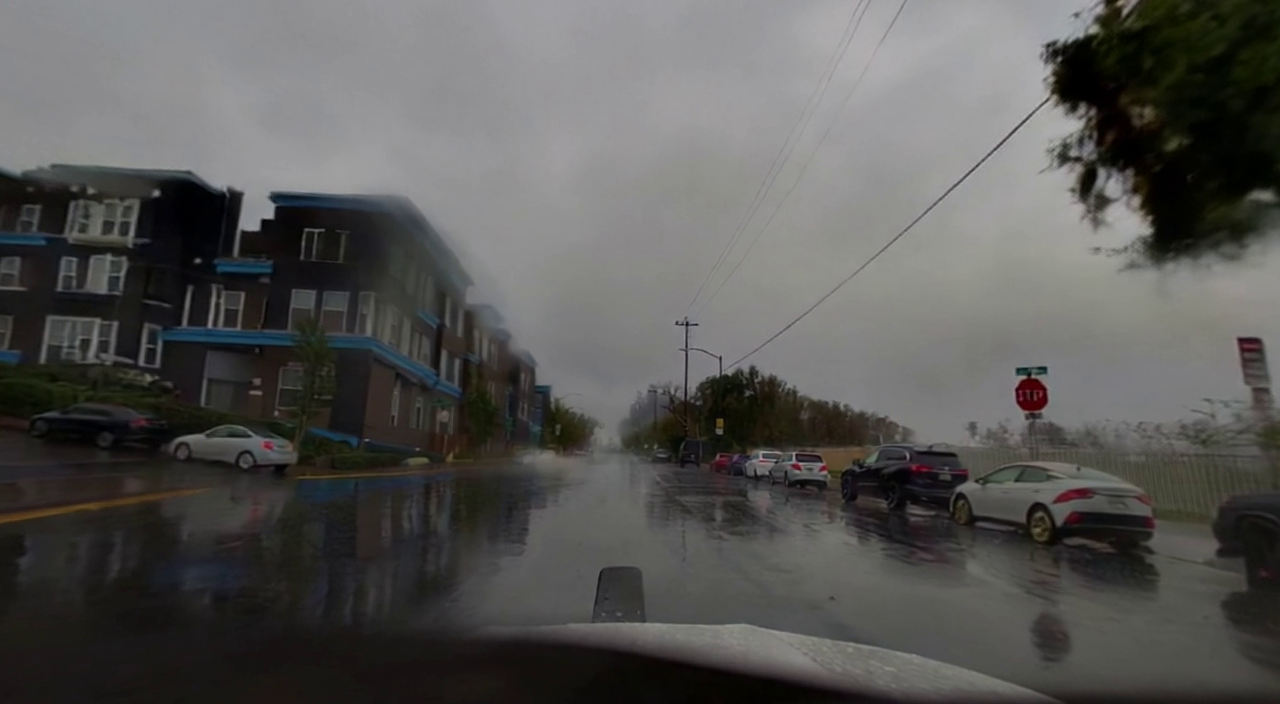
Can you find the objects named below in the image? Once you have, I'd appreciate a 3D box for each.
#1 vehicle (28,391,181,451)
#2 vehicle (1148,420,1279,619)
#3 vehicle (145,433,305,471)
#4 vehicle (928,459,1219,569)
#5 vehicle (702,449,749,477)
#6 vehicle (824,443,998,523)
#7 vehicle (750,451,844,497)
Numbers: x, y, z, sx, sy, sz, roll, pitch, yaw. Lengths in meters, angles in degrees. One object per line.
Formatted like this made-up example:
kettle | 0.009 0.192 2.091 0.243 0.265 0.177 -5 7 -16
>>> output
vehicle | -20.637 2.663 24.401 4.598 1.645 2.019 6 -7 15
vehicle | 6.953 1.363 4.601 2.181 1.792 5.066 1 -8 -1
vehicle | -15.523 3.771 23.933 4.603 1.335 1.889 2 -9 -12
vehicle | 6.882 2.567 10.739 1.900 1.368 4.176 1 -8 -1
vehicle | 4.994 6.500 37.349 1.901 1.495 4.340 1 -8 -4
vehicle | 6.606 3.200 16.165 1.917 1.704 4.840 1 -8 -5
vehicle | 5.970 4.678 24.748 2.122 1.554 4.777 1 -8 -5
